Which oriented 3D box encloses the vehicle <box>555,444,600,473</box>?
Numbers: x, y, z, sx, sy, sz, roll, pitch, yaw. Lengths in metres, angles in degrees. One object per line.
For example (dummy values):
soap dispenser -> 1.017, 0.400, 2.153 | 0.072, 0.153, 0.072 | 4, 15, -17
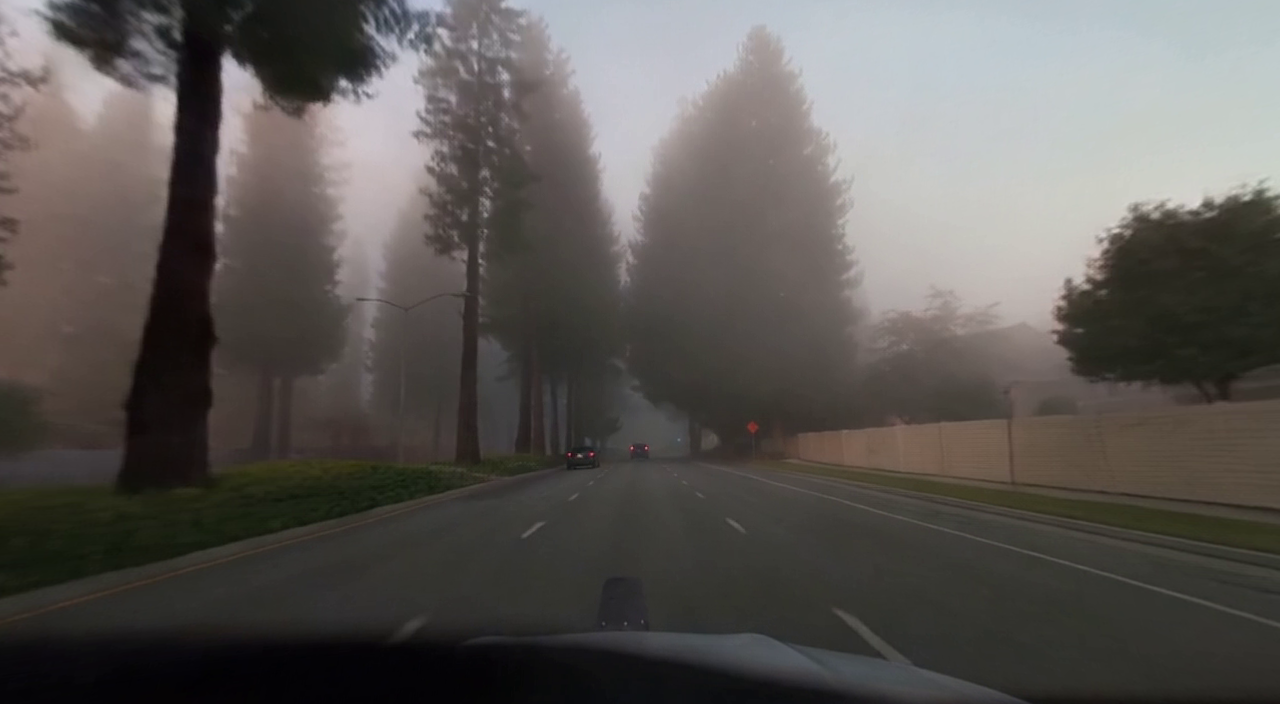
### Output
vehicle -> -3.391, 5.852, 34.931 | 2.021, 1.466, 4.330 | 0, -9, 1
